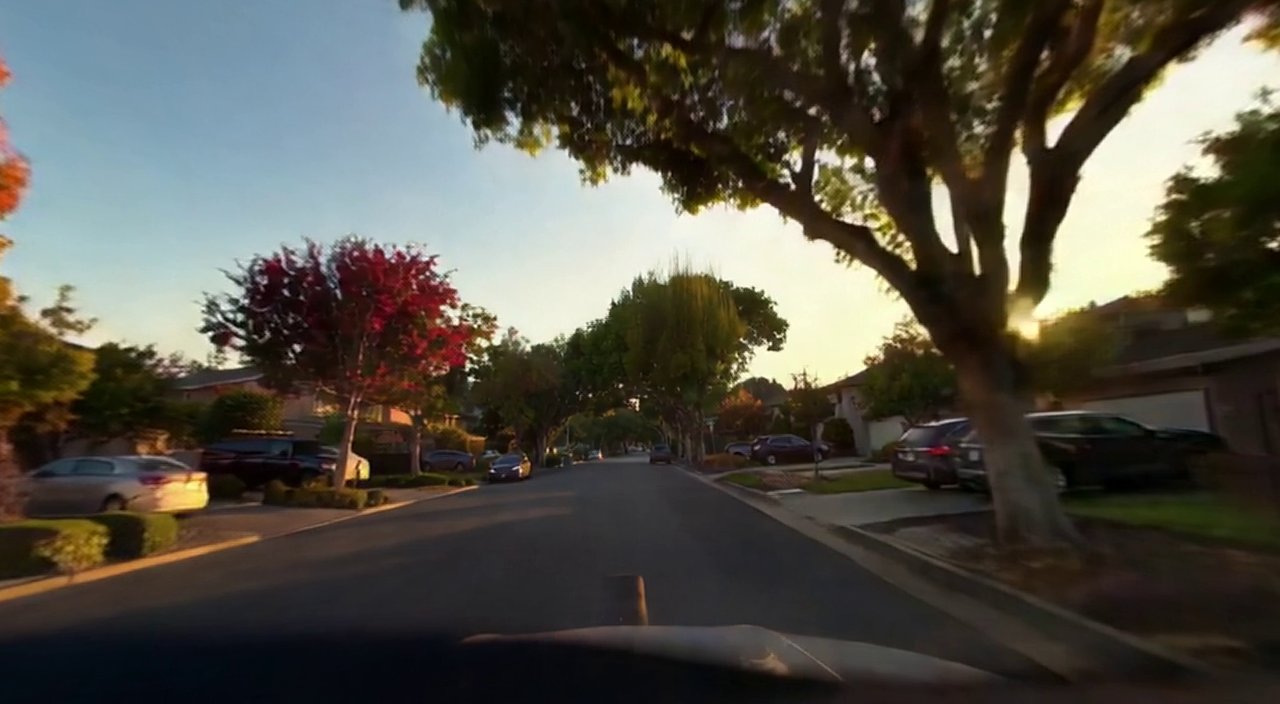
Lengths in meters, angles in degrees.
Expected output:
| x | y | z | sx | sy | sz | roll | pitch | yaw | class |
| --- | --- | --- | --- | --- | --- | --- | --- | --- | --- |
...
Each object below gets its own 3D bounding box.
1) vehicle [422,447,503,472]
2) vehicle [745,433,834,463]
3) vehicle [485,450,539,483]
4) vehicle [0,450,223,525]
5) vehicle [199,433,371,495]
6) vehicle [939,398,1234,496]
| x | y | z | sx | sy | sz | roll | pitch | yaw | class |
| --- | --- | --- | --- | --- | --- | --- | --- | --- | --- |
| -12.134 | 7.363 | 43.311 | 4.972 | 1.623 | 1.884 | 0 | -9 | 0 | vehicle |
| 8.485 | 5.500 | 36.150 | 4.599 | 1.652 | 1.903 | 0 | -8 | -3 | vehicle |
| -6.275 | 5.636 | 31.336 | 1.878 | 1.496 | 3.535 | 0 | -8 | 1 | vehicle |
| -12.032 | 2.896 | 13.773 | 4.476 | 1.476 | 1.877 | 0 | -9 | -2 | vehicle |
| -12.353 | 3.920 | 22.278 | 4.753 | 2.028 | 2.079 | 0 | -9 | 0 | vehicle |
| 8.556 | 1.864 | 12.442 | 4.334 | 1.750 | 1.900 | 0 | -8 | -1 | vehicle |
